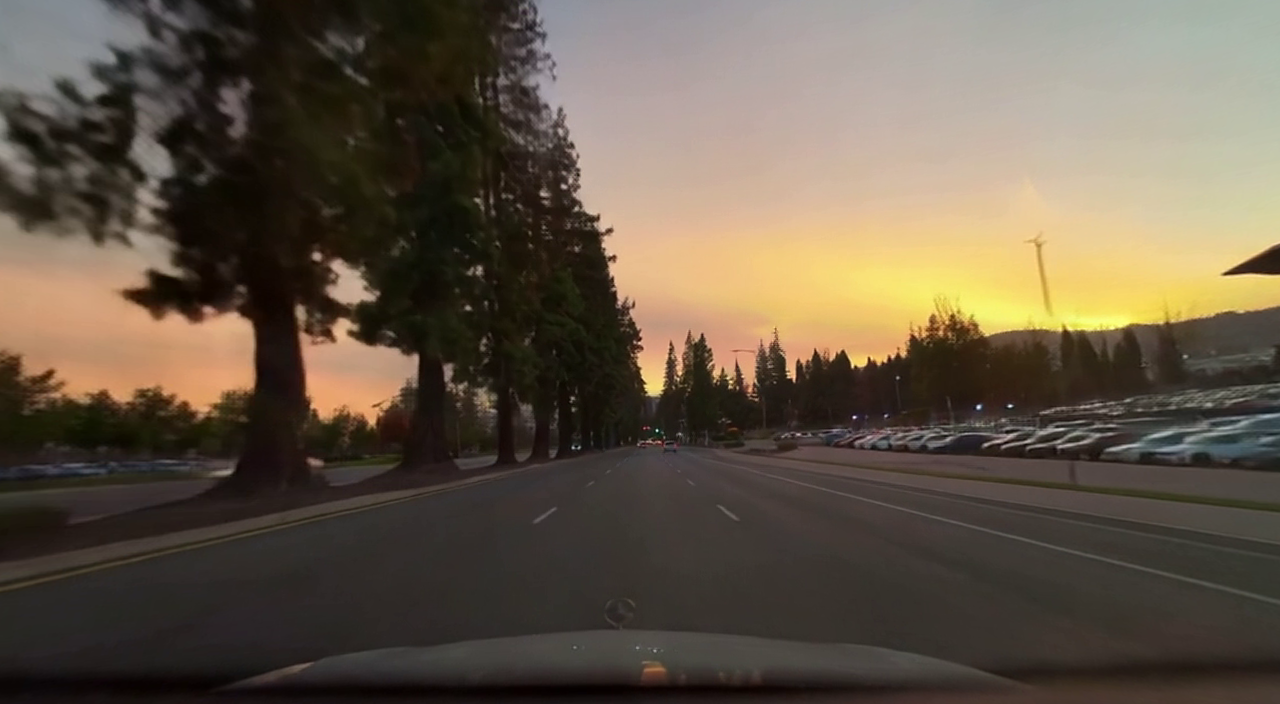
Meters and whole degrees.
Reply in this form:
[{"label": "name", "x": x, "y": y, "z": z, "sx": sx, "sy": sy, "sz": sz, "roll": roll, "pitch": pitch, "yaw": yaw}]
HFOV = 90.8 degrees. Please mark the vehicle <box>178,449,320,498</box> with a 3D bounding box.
[{"label": "vehicle", "x": -13.226, "y": 4.106, "z": 21.781, "sx": 1.863, "sy": 1.456, "sz": 4.579, "roll": 0, "pitch": -8, "yaw": 1}]
